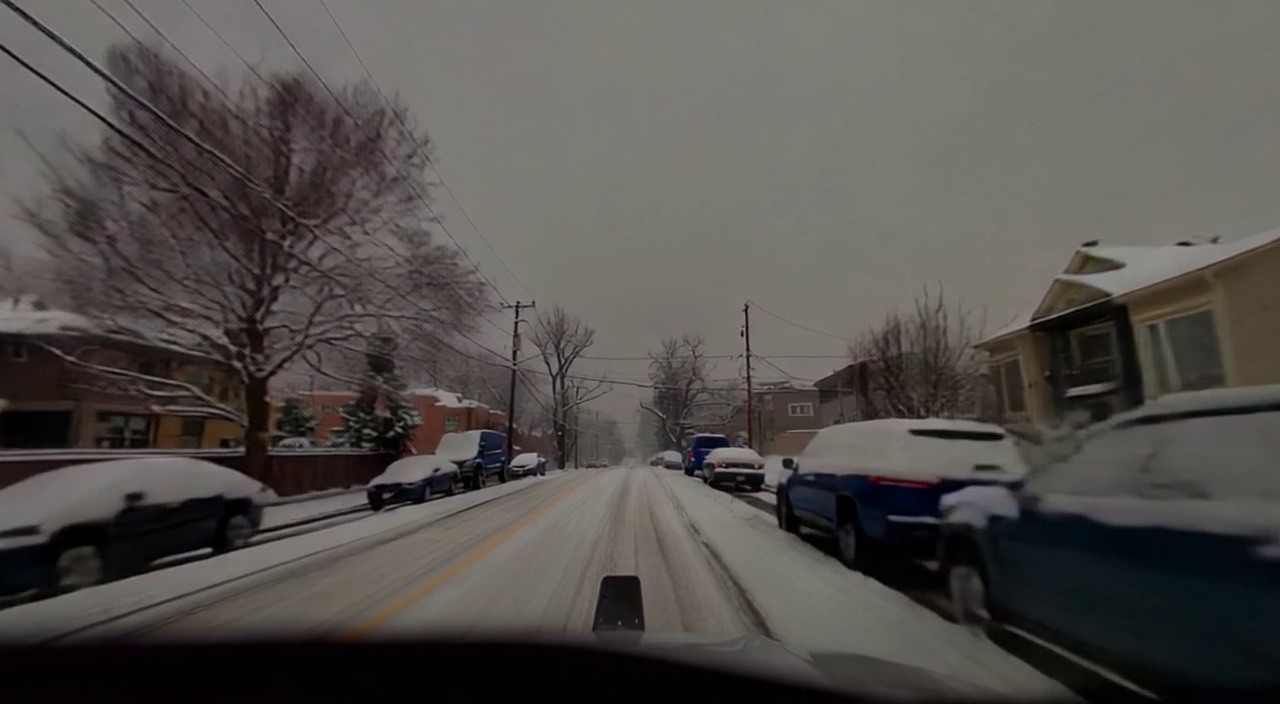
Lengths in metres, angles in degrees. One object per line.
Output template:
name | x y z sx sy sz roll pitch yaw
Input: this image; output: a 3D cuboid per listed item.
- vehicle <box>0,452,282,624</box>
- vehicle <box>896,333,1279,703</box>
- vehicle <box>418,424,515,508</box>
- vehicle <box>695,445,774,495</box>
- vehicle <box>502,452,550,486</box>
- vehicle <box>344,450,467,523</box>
vehicle | -6.853 2.121 8.096 1.874 1.569 4.318 1 -10 1
vehicle | 3.215 0.951 2.980 2.013 1.775 4.570 0 -8 -1
vehicle | -7.018 4.566 26.280 2.508 2.712 5.809 -1 -3 0
vehicle | 2.992 3.839 20.902 1.796 1.449 4.373 0 -9 -2
vehicle | -6.997 7.169 39.007 2.057 1.632 4.730 0 -5 0
vehicle | -6.950 3.974 19.212 2.027 1.563 4.594 -2 -5 0
